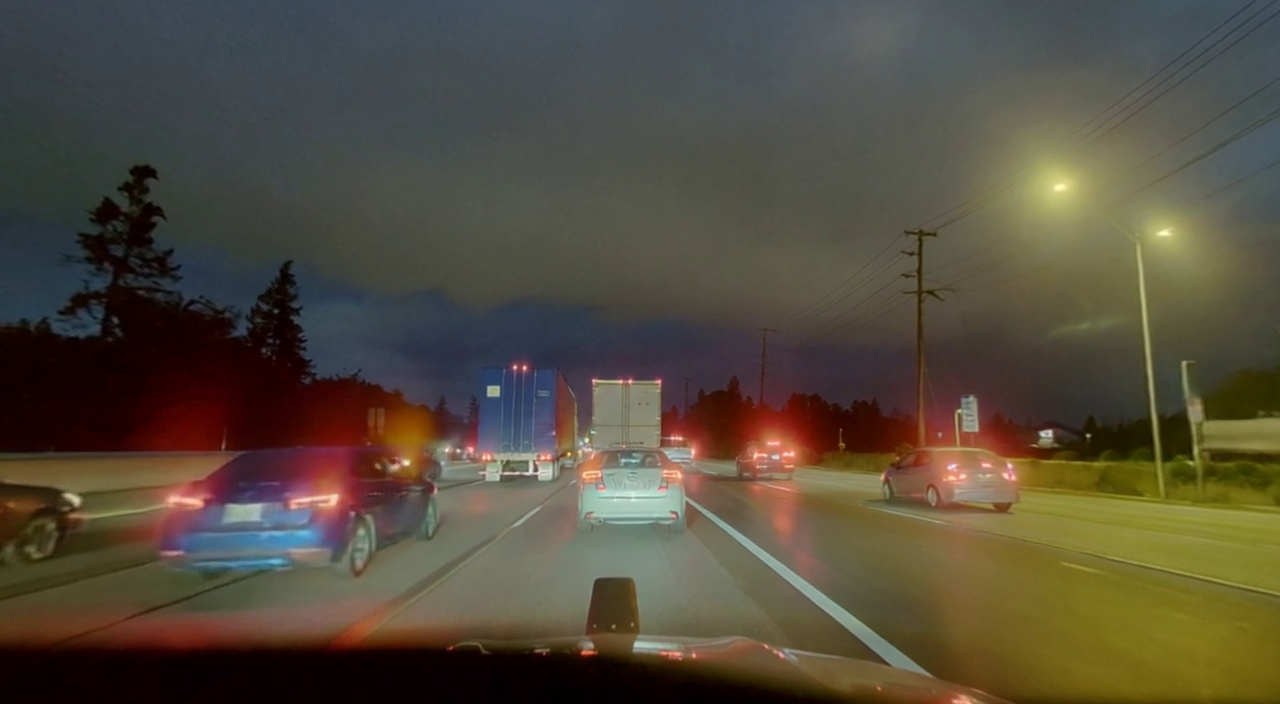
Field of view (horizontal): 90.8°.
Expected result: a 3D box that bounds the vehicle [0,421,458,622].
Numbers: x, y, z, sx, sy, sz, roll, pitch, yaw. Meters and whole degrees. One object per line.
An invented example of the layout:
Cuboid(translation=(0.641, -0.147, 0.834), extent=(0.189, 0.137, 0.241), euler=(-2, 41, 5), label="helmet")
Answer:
Cuboid(translation=(-3.814, 1.632, 7.207), extent=(2.090, 1.463, 4.968), euler=(0, -9, -1), label="vehicle")

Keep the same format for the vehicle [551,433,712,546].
Cuboid(translation=(-0.208, 2.113, 10.360), extent=(2.112, 1.463, 4.012), euler=(0, -9, -3), label="vehicle")

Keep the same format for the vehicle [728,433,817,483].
Cuboid(translation=(4.801, 3.930, 23.584), extent=(2.023, 1.676, 4.002), euler=(1, -9, -7), label="vehicle")

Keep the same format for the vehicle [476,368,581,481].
Cuboid(translation=(-5.079, 4.138, 33.072), extent=(3.150, 4.298, 17.928), euler=(0, -9, -3), label="vehicle")

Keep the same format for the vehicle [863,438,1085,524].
Cuboid(translation=(6.383, 2.489, 12.751), extent=(1.878, 1.406, 4.164), euler=(1, -9, -6), label="vehicle")
